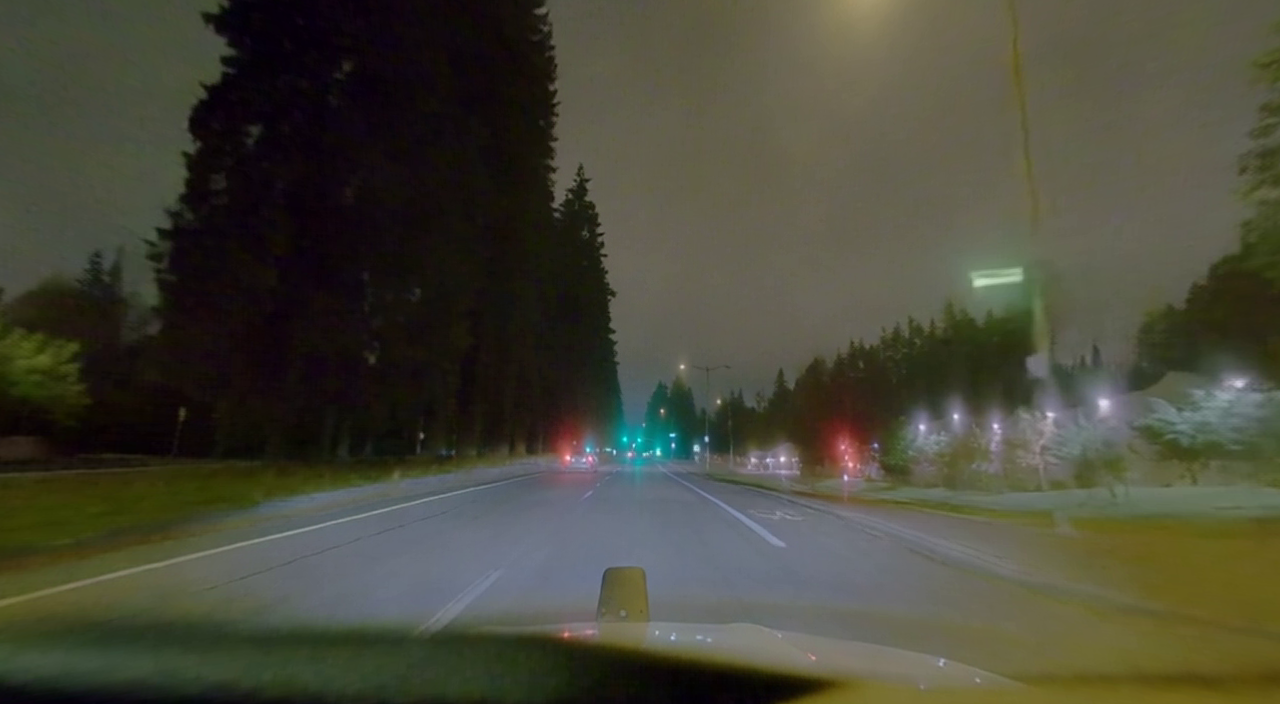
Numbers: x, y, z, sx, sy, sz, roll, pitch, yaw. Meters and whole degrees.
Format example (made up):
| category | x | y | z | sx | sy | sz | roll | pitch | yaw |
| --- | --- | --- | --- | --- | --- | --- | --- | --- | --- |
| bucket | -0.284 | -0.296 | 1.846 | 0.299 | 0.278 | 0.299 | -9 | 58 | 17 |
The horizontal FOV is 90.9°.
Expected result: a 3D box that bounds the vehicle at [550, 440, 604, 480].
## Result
| category | x | y | z | sx | sy | sz | roll | pitch | yaw |
| --- | --- | --- | --- | --- | --- | --- | --- | --- | --- |
| vehicle | -2.837 | 5.005 | 29.433 | 2.016 | 1.694 | 4.335 | 0 | -8 | 1 |
